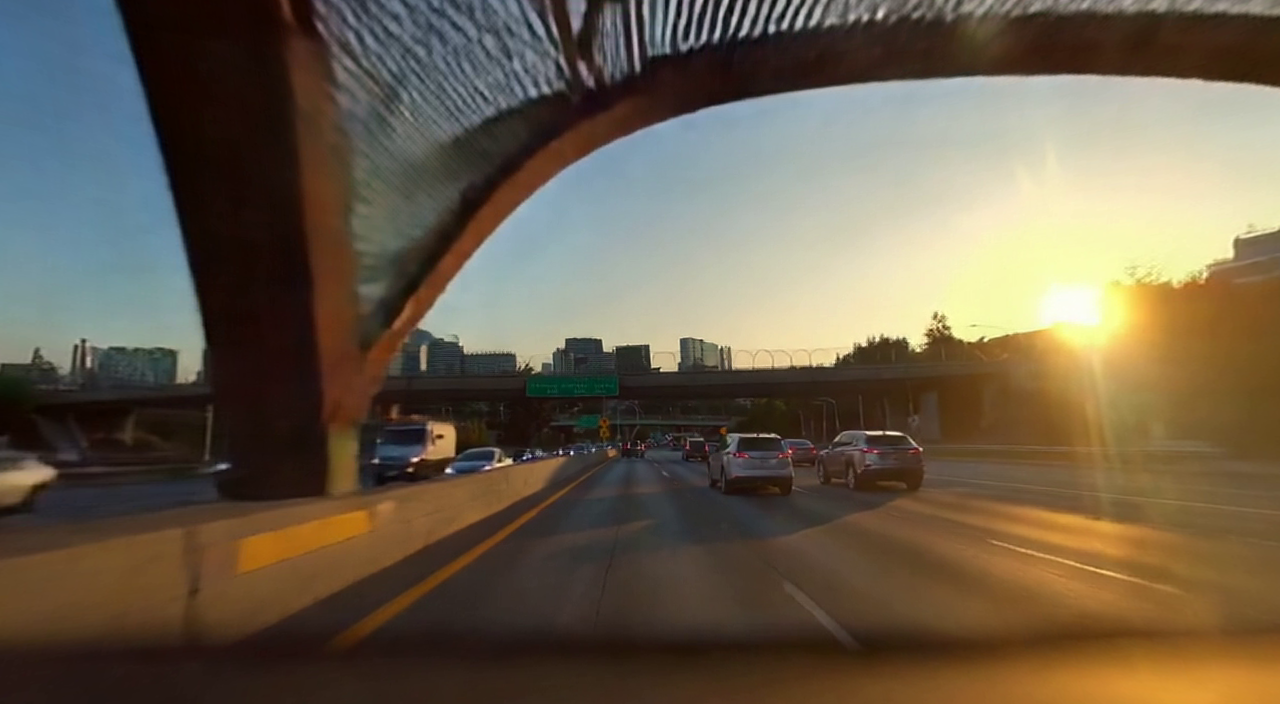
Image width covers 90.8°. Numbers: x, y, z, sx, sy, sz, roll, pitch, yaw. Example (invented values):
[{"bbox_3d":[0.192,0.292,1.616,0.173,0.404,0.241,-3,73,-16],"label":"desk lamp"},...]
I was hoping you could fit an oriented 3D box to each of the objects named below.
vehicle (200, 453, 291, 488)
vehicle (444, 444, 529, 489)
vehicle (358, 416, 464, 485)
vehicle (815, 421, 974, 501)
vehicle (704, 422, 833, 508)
[{"bbox_3d":[-20.670,6.201,33.370,1.957,1.674,4.417,0,-9,0],"label":"vehicle"},{"bbox_3d":[-5.604,4.229,23.727,2.026,1.474,4.578,0,-9,0],"label":"vehicle"},{"bbox_3d":[-10.078,4.444,28.595,2.307,2.726,6.596,0,-9,0],"label":"vehicle"},{"bbox_3d":[6.488,2.844,16.901,2.040,1.801,4.959,0,-9,-2],"label":"vehicle"},{"bbox_3d":[2.826,2.613,14.976,2.059,1.711,4.302,0,-9,-1],"label":"vehicle"}]
